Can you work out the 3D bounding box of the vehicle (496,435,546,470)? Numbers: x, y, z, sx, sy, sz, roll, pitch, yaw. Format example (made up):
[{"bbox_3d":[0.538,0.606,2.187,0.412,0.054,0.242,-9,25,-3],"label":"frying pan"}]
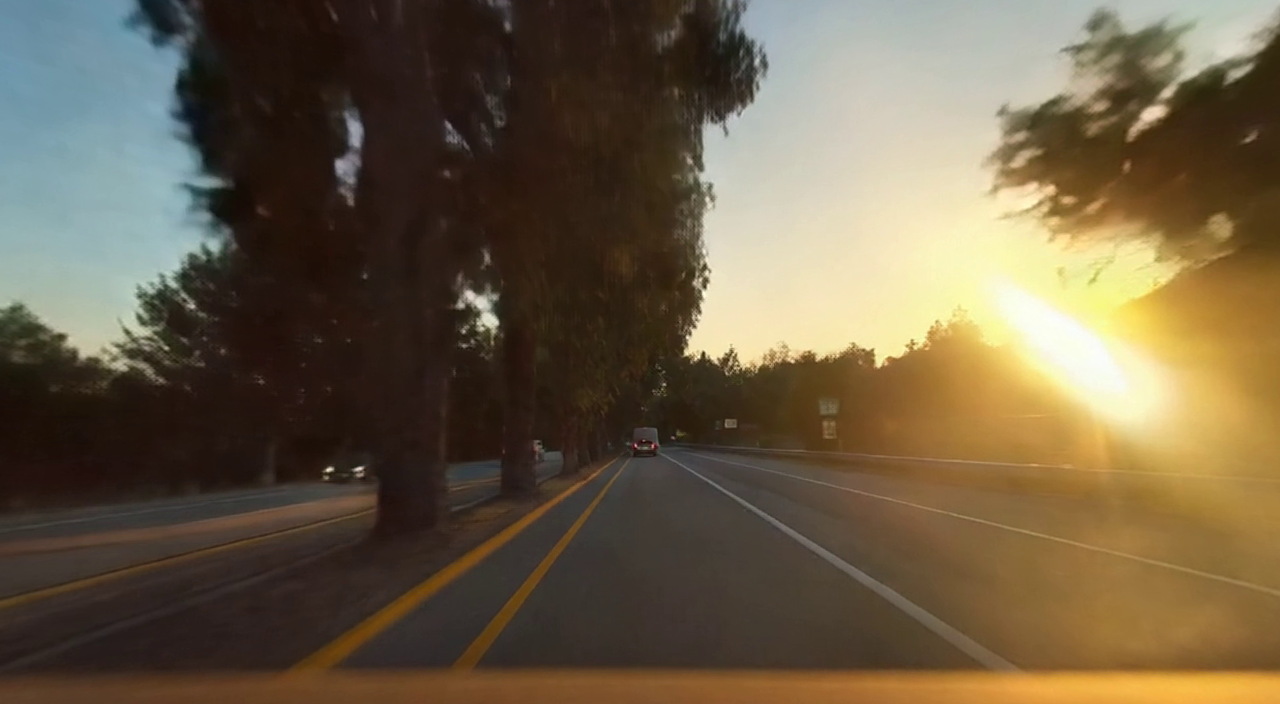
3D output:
[{"bbox_3d":[-7.010,5.958,37.519,2.068,1.897,4.372,0,-8,1],"label":"vehicle"}]

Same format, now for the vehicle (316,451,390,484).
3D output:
[{"bbox_3d":[-14.449,5.798,31.931,1.805,1.513,3.939,0,-8,1],"label":"vehicle"}]

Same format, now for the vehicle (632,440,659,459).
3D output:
[{"bbox_3d":[0.420,7.660,49.460,2.061,1.469,3.782,0,-8,0],"label":"vehicle"}]
